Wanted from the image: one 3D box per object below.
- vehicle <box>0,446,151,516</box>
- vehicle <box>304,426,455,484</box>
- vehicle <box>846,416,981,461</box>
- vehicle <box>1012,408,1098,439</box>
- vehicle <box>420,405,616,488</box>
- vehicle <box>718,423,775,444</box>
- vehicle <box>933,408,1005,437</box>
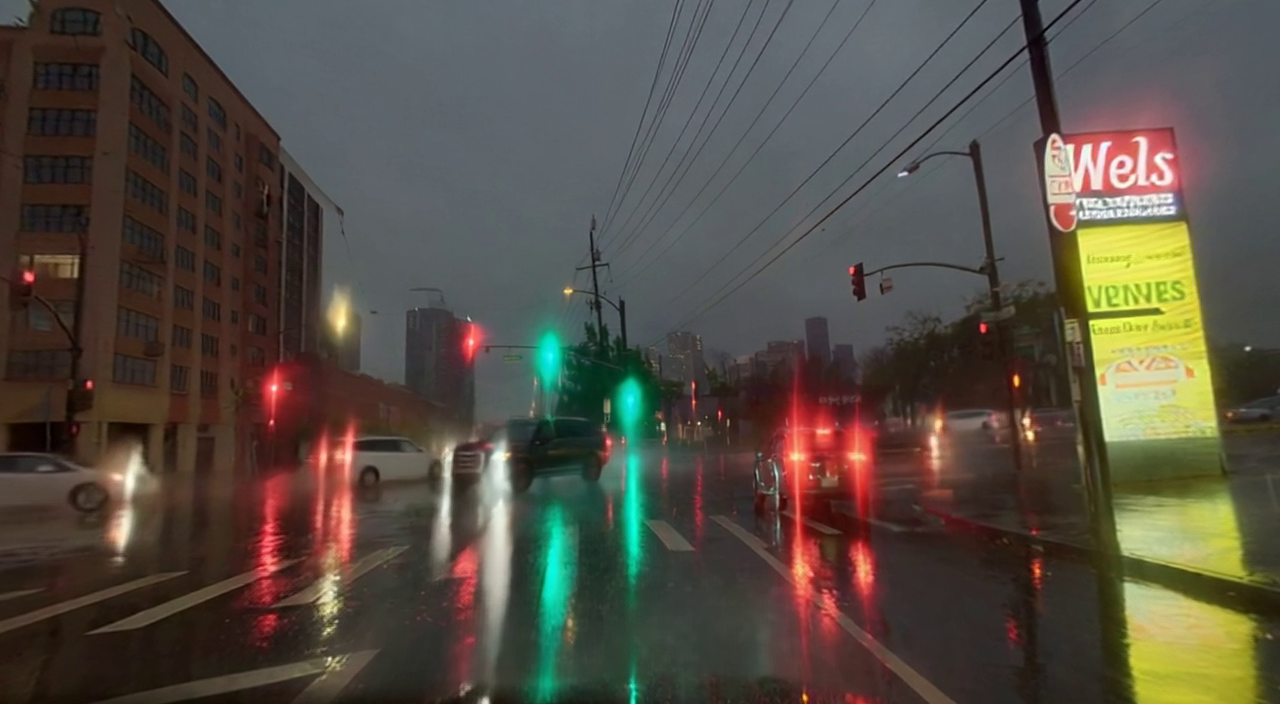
[{"bbox_3d":[-14.886,3.123,15.584,4.300,1.579,2.166,6,-10,-36],"label":"vehicle"},{"bbox_3d":[-8.786,3.503,21.695,2.105,1.761,4.292,-5,-10,31],"label":"vehicle"},{"bbox_3d":[9.891,3.140,22.806,4.707,1.487,1.907,4,-10,-28],"label":"vehicle"},{"bbox_3d":[21.439,3.736,32.615,4.433,1.453,1.804,4,-10,-30],"label":"vehicle"},{"bbox_3d":[-3.234,2.722,18.260,2.374,1.985,5.588,-5,-10,31],"label":"vehicle"},{"bbox_3d":[7.607,5.866,45.402,1.866,1.430,3.901,5,-10,-30],"label":"vehicle"},{"bbox_3d":[22.439,4.845,43.044,4.474,1.788,2.039,4,-10,-28],"label":"vehicle"}]
